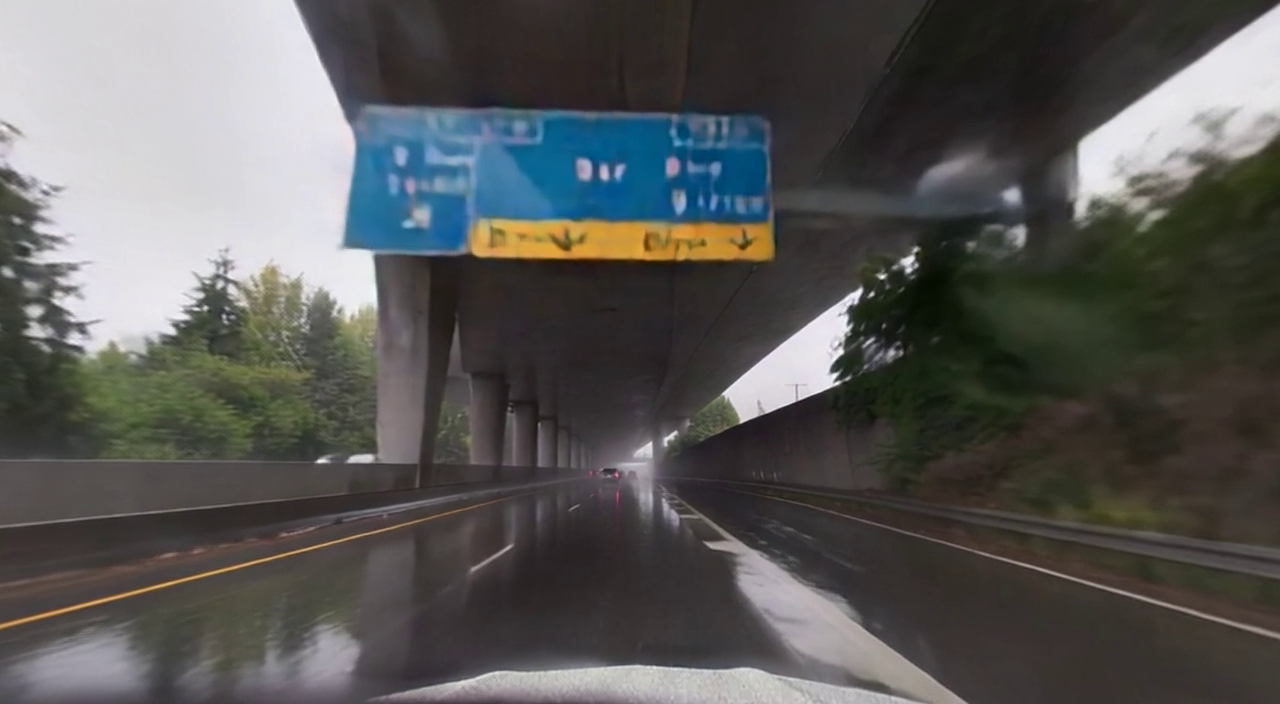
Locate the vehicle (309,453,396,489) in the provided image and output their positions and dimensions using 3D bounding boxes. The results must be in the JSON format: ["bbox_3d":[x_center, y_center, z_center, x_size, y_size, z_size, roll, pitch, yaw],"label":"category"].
[{"bbox_3d":[-12.876,5.370,28.527,1.815,1.452,4.391,1,-11,0],"label":"vehicle"}]
